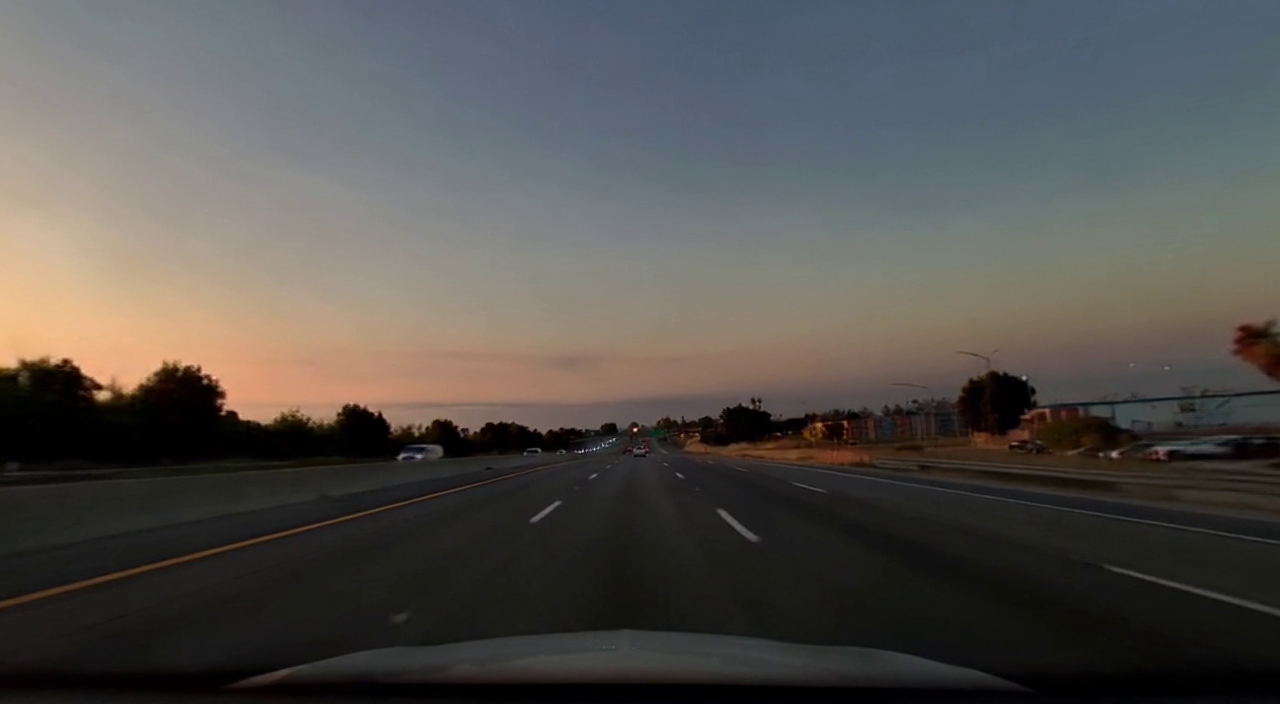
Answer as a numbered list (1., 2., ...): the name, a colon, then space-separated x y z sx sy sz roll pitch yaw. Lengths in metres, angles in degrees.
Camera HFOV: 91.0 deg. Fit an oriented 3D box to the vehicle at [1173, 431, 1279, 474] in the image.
1. vehicle: 34.553 5.807 36.636 2.428 2.287 5.283 0 -8 1
